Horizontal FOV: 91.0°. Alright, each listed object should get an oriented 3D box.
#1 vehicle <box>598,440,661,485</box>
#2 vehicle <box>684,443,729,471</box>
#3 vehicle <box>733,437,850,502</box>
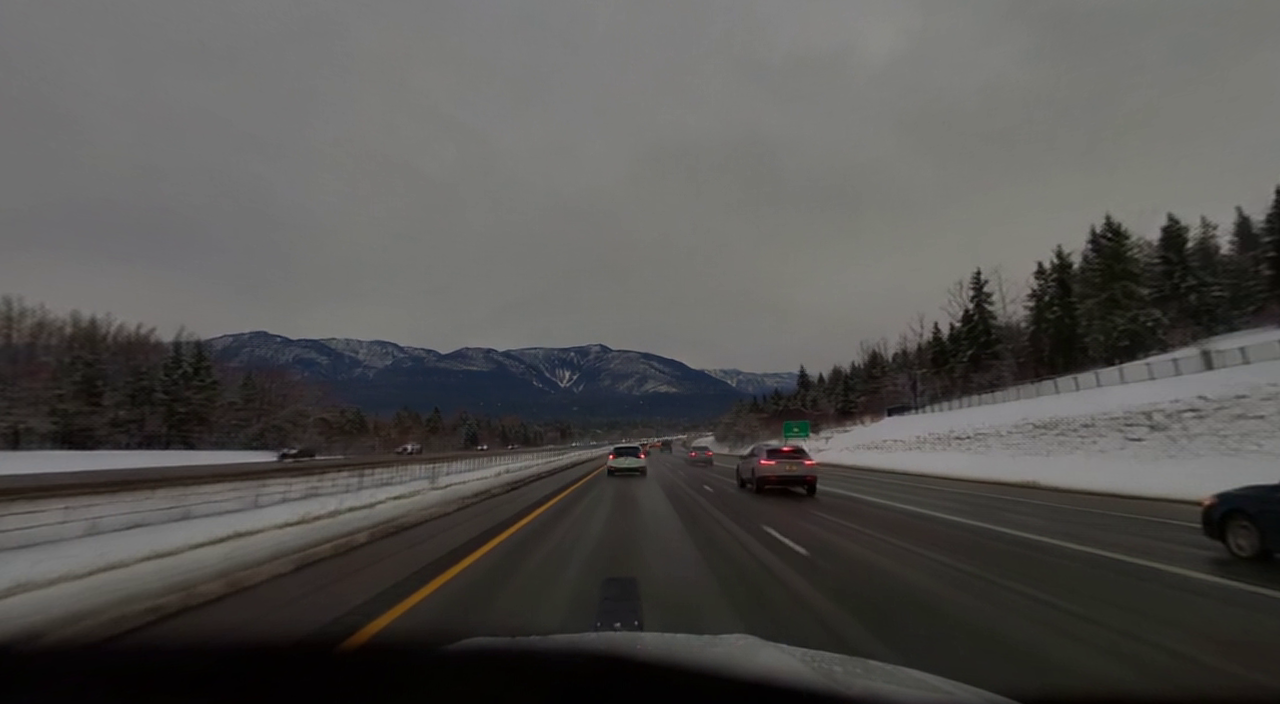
[{"bbox_3d":[-0.379,3.928,22.675,2.085,1.449,3.860,0,-9,-1],"label":"vehicle"},{"bbox_3d":[3.624,5.772,34.920,1.957,1.447,4.241,0,-9,-1],"label":"vehicle"},{"bbox_3d":[3.831,3.045,16.728,1.949,1.493,4.272,0,-9,-1],"label":"vehicle"}]
